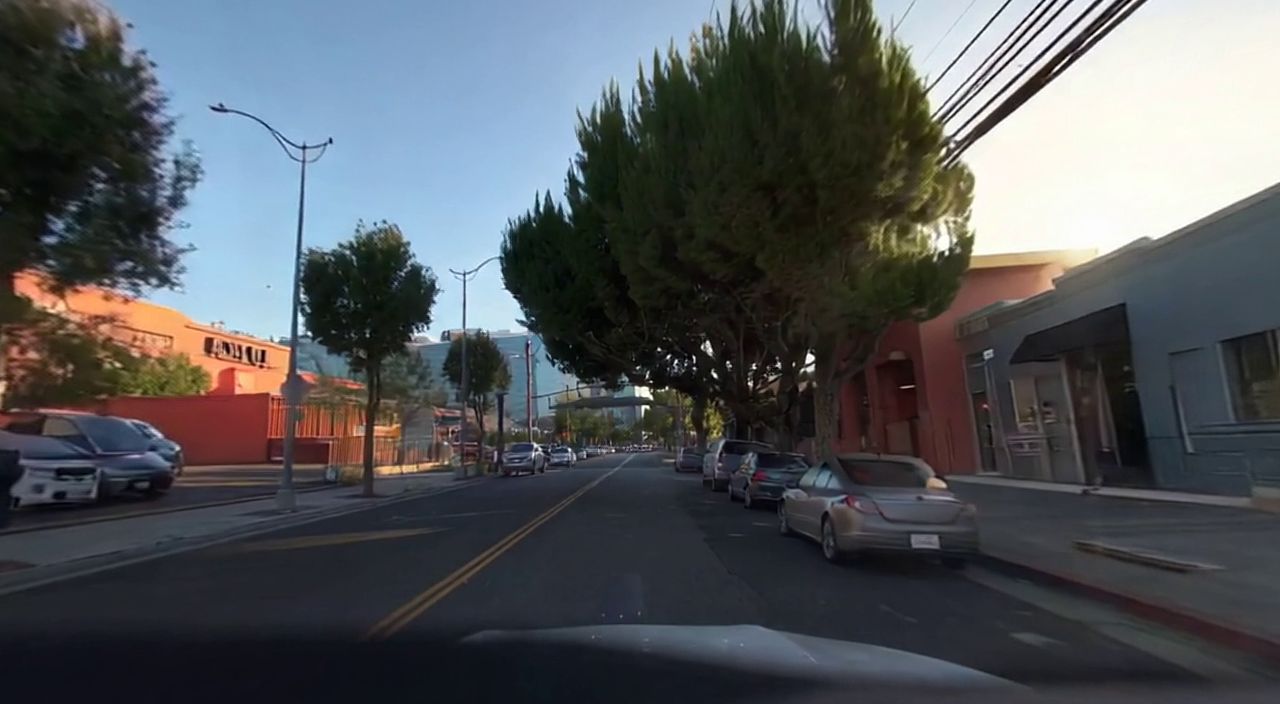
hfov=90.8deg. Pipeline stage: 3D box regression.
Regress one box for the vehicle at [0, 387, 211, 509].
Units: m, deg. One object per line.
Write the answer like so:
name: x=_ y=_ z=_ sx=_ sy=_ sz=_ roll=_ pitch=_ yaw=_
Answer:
vehicle: x=-15.387 y=2.618 z=17.620 sx=2.715 sy=2.789 sz=6.225 roll=0 pitch=-8 yaw=-4

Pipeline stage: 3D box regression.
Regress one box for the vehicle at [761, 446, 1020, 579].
vehicle: x=3.054 y=2.001 z=8.712 sx=1.877 sy=1.373 sz=3.854 roll=0 pitch=-8 yaw=-2
